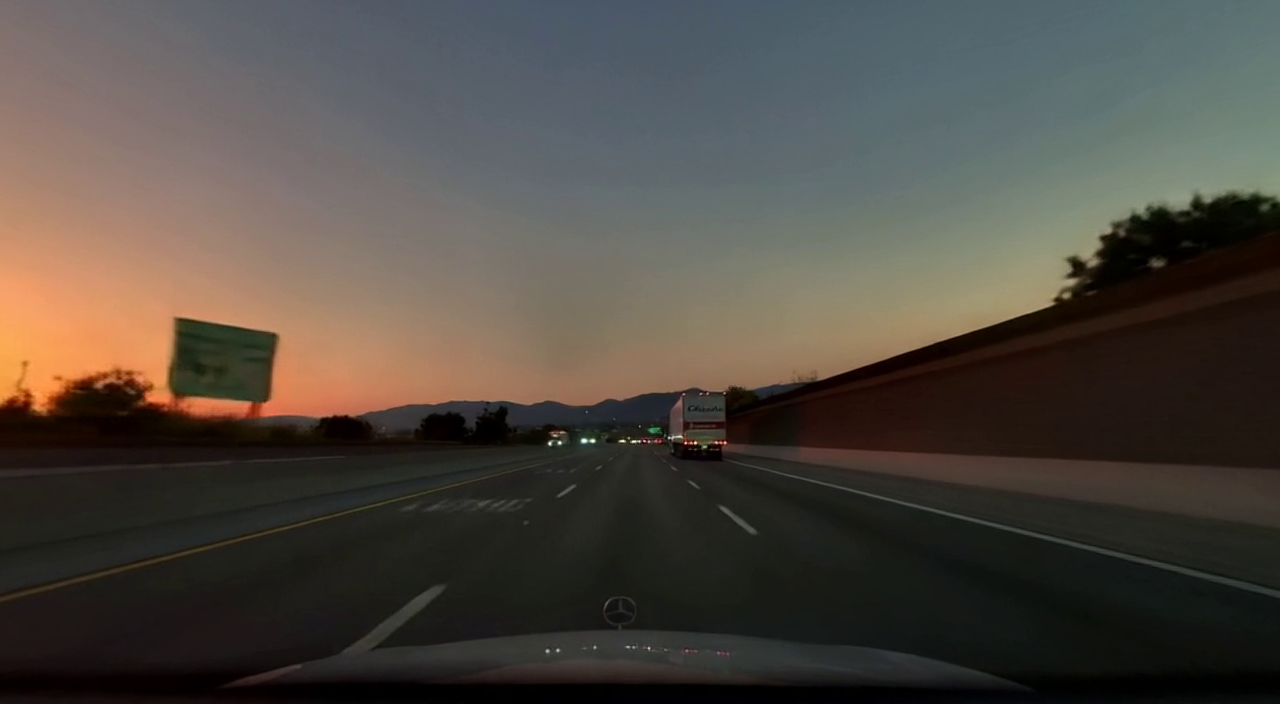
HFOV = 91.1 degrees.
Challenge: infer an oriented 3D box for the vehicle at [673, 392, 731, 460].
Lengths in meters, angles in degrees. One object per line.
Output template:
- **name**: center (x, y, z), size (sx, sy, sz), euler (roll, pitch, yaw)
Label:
- **vehicle**: center (3.844, 4.986, 41.402), size (2.840, 3.947, 8.920), euler (0, -8, 0)
